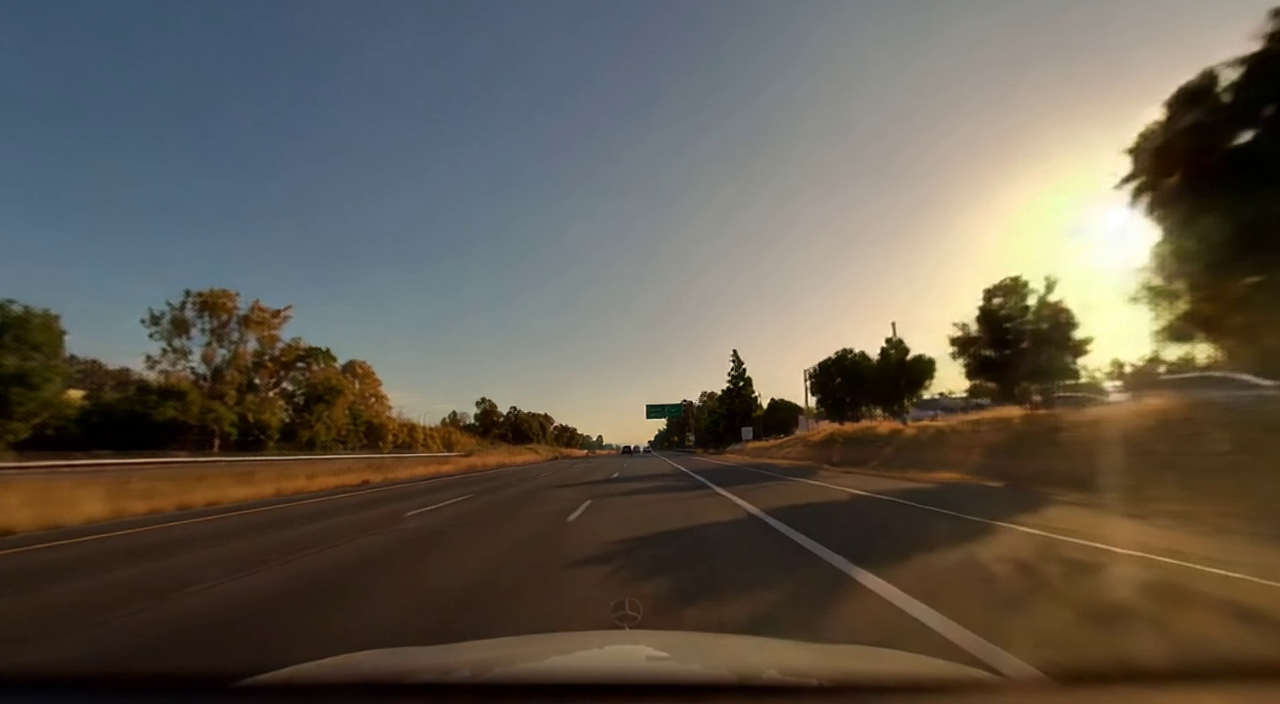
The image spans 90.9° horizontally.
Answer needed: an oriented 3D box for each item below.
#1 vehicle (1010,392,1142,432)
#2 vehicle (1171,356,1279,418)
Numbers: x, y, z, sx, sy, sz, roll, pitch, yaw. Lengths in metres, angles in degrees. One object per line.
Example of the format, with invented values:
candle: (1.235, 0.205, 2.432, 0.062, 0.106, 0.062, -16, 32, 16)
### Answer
vehicle: (18.514, 2.619, 27.070, 4.331, 1.505, 1.792, -4, -9, 26)
vehicle: (18.082, 0.974, 17.774, 4.366, 1.571, 1.844, -5, -9, 28)
